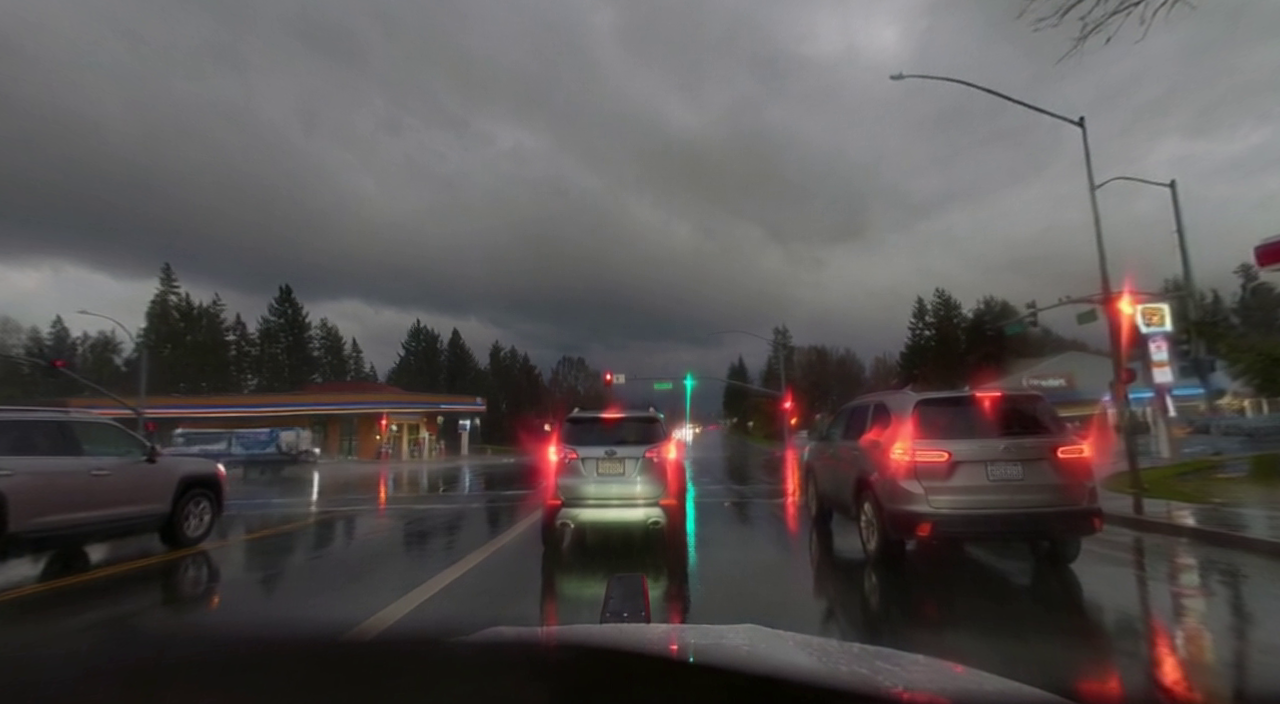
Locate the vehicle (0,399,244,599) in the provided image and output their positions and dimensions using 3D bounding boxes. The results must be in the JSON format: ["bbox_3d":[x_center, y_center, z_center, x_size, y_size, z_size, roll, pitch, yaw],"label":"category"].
[{"bbox_3d":[-6.732,1.443,6.479,2.011,1.774,4.866,0,-8,2],"label":"vehicle"}]

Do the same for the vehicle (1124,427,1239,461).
[{"bbox_3d":[24.281,4.125,28.310,4.007,1.420,1.719,2,-8,-12],"label":"vehicle"}]

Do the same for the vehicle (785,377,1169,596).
[{"bbox_3d":[3.257,1.413,7.388,2.083,1.779,4.347,0,-8,0],"label":"vehicle"}]

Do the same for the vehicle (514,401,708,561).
[{"bbox_3d":[-0.282,1.674,8.801,2.067,1.702,3.987,0,-8,1],"label":"vehicle"}]
